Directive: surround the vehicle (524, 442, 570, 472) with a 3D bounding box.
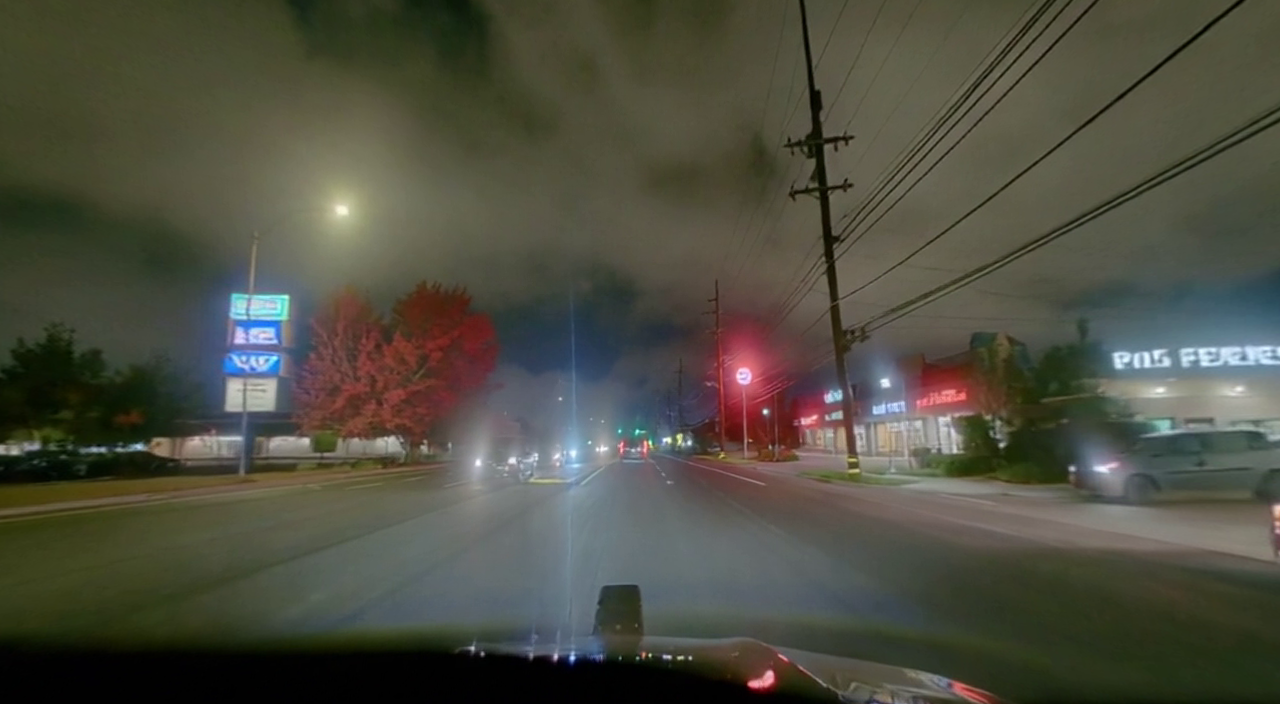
[{"bbox_3d":[-5.184,5.901,35.784,1.909,1.524,4.614,-2,-8,0],"label":"vehicle"}]

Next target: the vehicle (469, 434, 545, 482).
[{"bbox_3d":[-5.682,4.588,27.659,2.278,1.828,4.970,-2,-8,-1],"label":"vehicle"}]

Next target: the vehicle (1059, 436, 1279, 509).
[{"bbox_3d":[14.672,3.129,16.858,5.733,1.610,2.253,0,-9,-11],"label":"vehicle"}]
